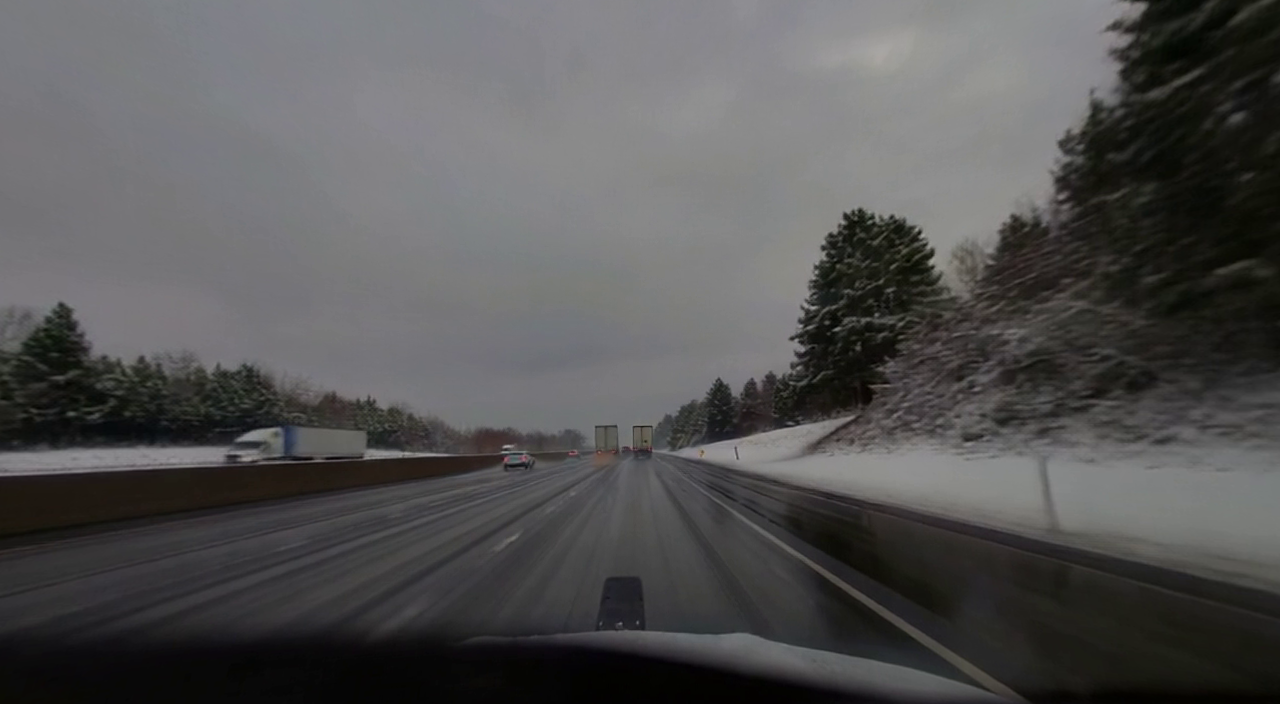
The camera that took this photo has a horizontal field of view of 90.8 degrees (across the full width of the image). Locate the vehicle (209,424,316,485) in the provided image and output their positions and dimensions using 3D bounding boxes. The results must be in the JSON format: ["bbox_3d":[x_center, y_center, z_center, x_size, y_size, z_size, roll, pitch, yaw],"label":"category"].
[{"bbox_3d":[-23.325,6.368,39.412,2.912,3.456,5.939,0,-9,0],"label":"vehicle"}]

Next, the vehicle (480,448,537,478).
[{"bbox_3d":[-7.115,6.050,34.632,2.036,1.474,5.011,0,-9,1],"label":"vehicle"}]
